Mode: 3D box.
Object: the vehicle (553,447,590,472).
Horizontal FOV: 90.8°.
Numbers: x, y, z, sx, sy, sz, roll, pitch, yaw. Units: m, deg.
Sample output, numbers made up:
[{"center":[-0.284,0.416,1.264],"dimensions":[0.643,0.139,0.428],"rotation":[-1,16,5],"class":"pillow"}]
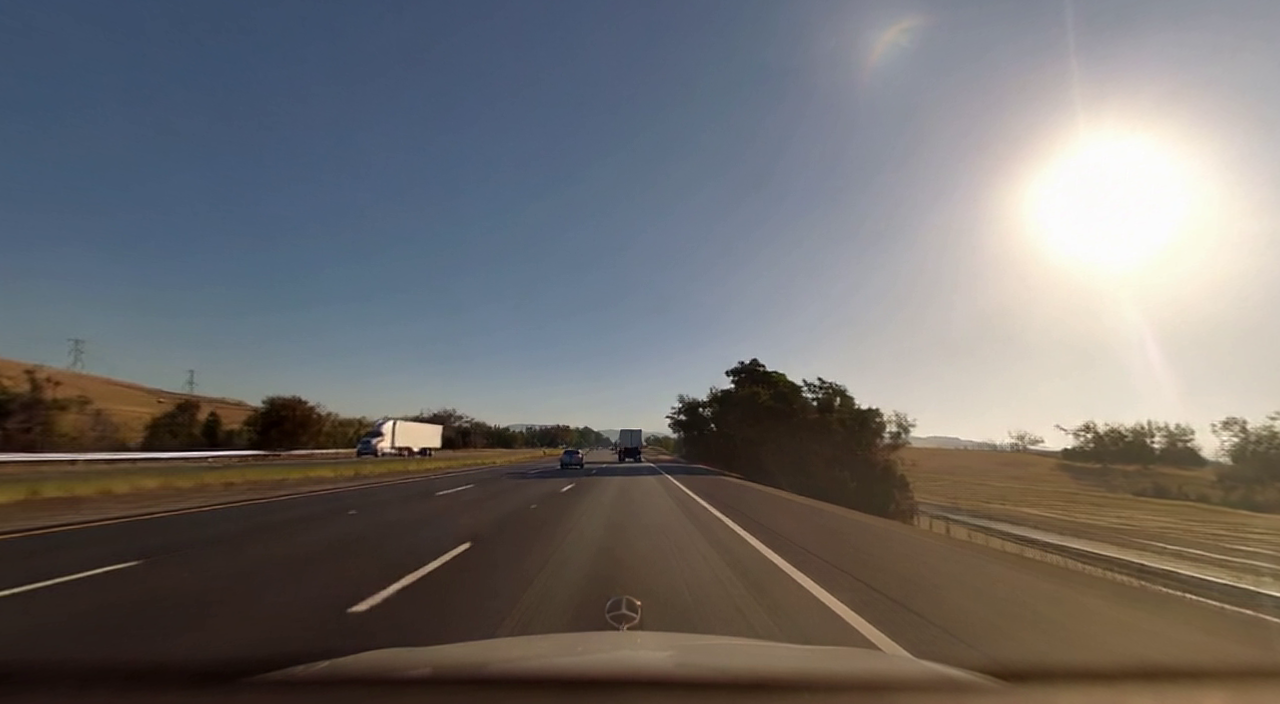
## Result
[{"center":[-4.657,7.401,43.631],"dimensions":[2.108,1.573,5.000],"rotation":[0,-9,-1],"class":"vehicle"}]
